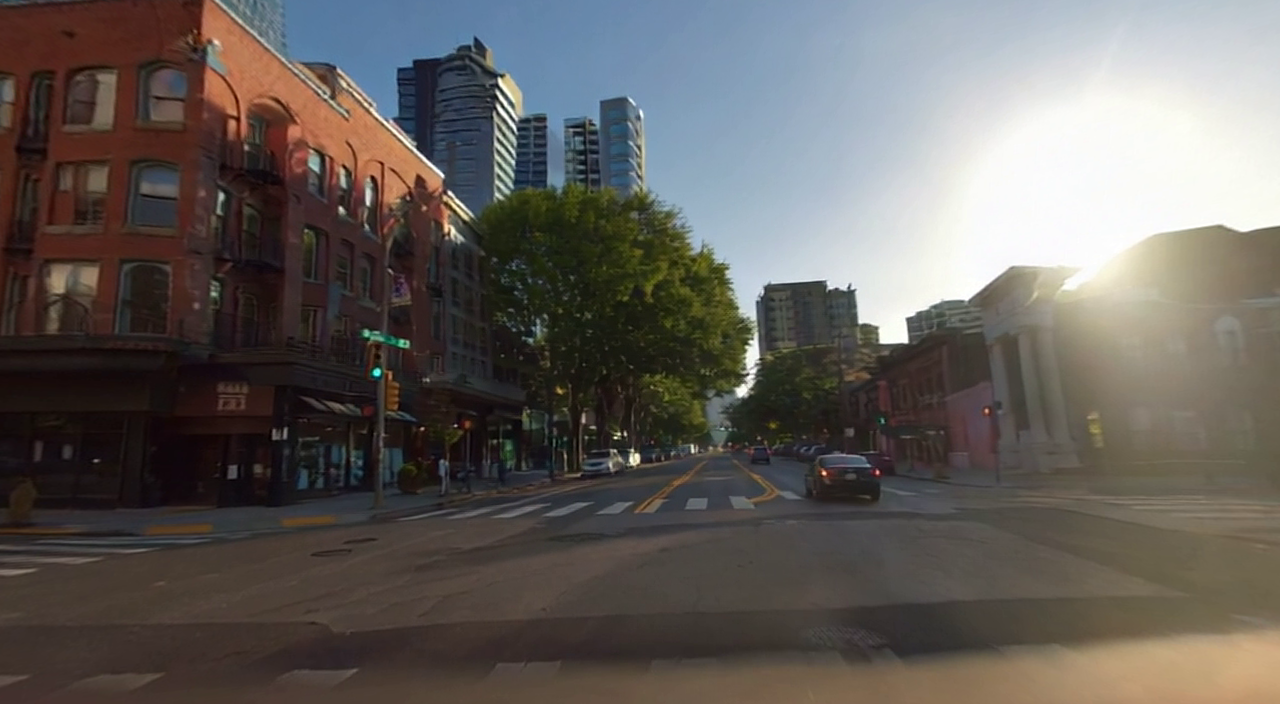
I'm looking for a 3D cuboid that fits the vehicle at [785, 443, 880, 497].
[{"bbox_3d":[5.788,3.570,19.500,2.014,1.474,4.090,-1,-8,6],"label":"vehicle"}]

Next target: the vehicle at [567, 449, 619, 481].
[{"bbox_3d":[-2.505,6.176,34.883,2.127,1.533,4.547,-1,-8,5],"label":"vehicle"}]
